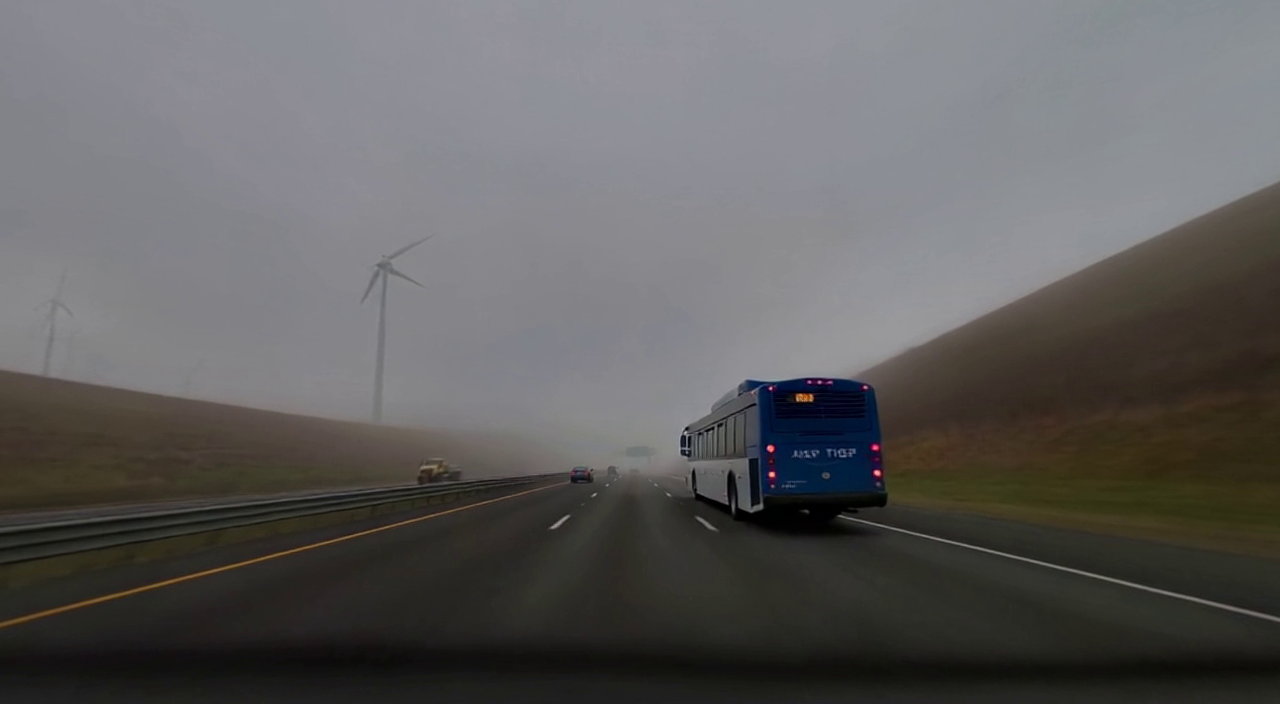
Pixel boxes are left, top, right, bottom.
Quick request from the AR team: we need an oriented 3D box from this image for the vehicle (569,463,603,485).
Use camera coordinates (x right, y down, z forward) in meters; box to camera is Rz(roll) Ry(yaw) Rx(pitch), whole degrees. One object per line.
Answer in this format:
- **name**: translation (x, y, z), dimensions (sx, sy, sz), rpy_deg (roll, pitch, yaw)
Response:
- **vehicle**: translation (-4.019, 9.173, 47.432), dimensions (2.213, 1.568, 4.274), rpy_deg (1, -10, -1)

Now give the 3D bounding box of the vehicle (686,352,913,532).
- **vehicle**: translation (3.694, 3.097, 19.865), dimensions (2.941, 3.574, 14.463), rpy_deg (1, -10, -2)
